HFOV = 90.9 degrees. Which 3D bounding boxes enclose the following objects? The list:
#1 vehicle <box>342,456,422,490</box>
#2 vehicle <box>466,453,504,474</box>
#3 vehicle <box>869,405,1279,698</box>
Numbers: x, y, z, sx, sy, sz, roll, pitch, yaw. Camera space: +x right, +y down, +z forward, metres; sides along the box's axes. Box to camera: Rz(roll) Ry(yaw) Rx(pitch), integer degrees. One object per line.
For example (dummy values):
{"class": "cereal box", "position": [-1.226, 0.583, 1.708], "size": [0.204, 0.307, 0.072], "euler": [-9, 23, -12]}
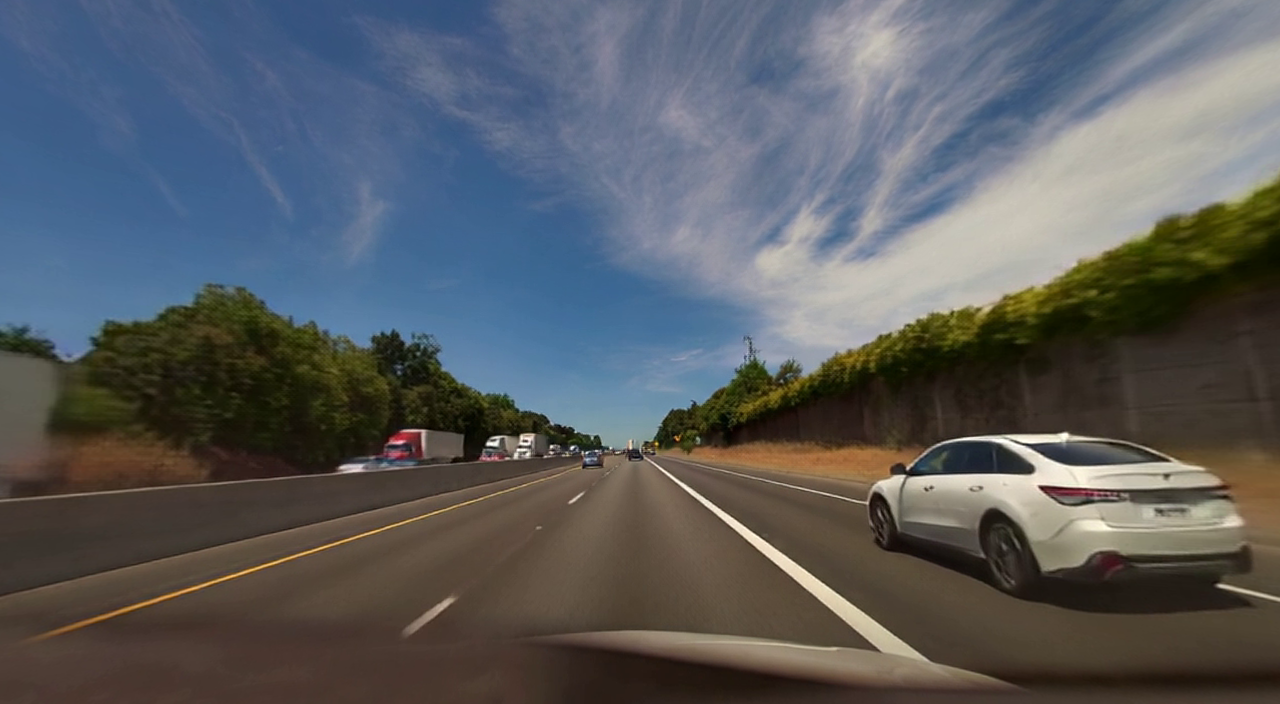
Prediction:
{"class": "vehicle", "position": [-12.077, 5.675, 29.850], "size": [1.950, 1.416, 4.429], "euler": [0, -9, 0]}
{"class": "vehicle", "position": [-11.827, 8.518, 48.327], "size": [1.859, 1.455, 4.185], "euler": [0, -9, 1]}
{"class": "vehicle", "position": [3.889, 1.371, 5.523], "size": [2.053, 1.504, 4.386], "euler": [0, -9, -1]}
